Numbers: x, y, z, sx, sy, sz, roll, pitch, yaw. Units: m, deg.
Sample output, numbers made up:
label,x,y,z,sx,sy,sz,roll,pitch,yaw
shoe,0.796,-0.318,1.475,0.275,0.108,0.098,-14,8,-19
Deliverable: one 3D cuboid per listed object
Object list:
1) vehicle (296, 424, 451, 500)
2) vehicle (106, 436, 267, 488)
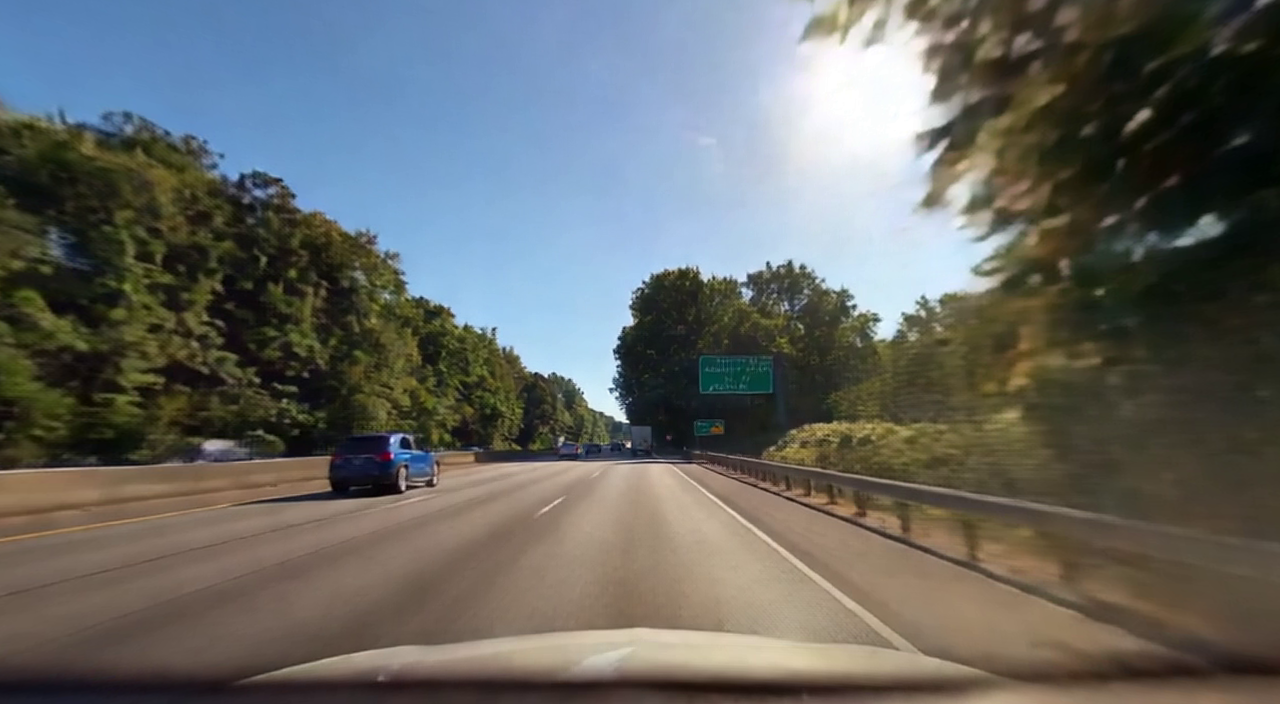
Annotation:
label,x,y,z,sx,sy,sz,roll,pitch,yaw
vehicle,-7.170,3.013,17.652,2.253,1.815,4.618,0,-9,1
vehicle,-17.725,4.311,25.122,2.195,1.799,5.589,0,-9,1
